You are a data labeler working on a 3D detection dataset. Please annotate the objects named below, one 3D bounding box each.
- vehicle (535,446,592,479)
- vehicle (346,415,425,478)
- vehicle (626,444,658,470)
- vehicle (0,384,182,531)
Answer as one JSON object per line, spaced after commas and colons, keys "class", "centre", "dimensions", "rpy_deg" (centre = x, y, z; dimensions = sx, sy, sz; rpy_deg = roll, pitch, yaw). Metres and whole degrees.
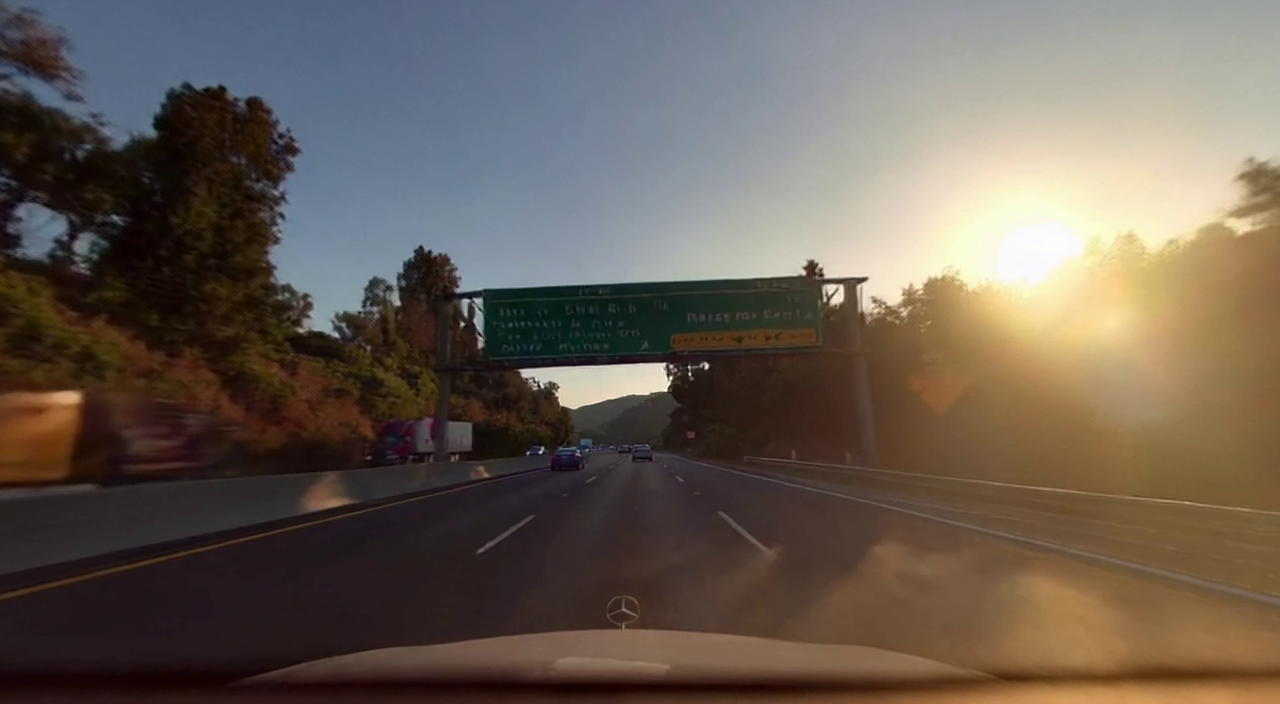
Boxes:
{"class": "vehicle", "centre": [-3.665, 5.392, 31.151], "dimensions": [2.157, 1.483, 4.601], "rpy_deg": [0, -9, 1]}
{"class": "vehicle", "centre": [-17.571, 6.594, 44.023], "dimensions": [2.969, 4.056, 6.010], "rpy_deg": [0, -9, 0]}
{"class": "vehicle", "centre": [0.113, 6.985, 42.034], "dimensions": [2.011, 1.590, 3.607], "rpy_deg": [0, -9, 0]}
{"class": "vehicle", "centre": [-13.610, 2.236, 13.459], "dimensions": [2.485, 2.795, 6.720], "rpy_deg": [0, -9, 0]}
